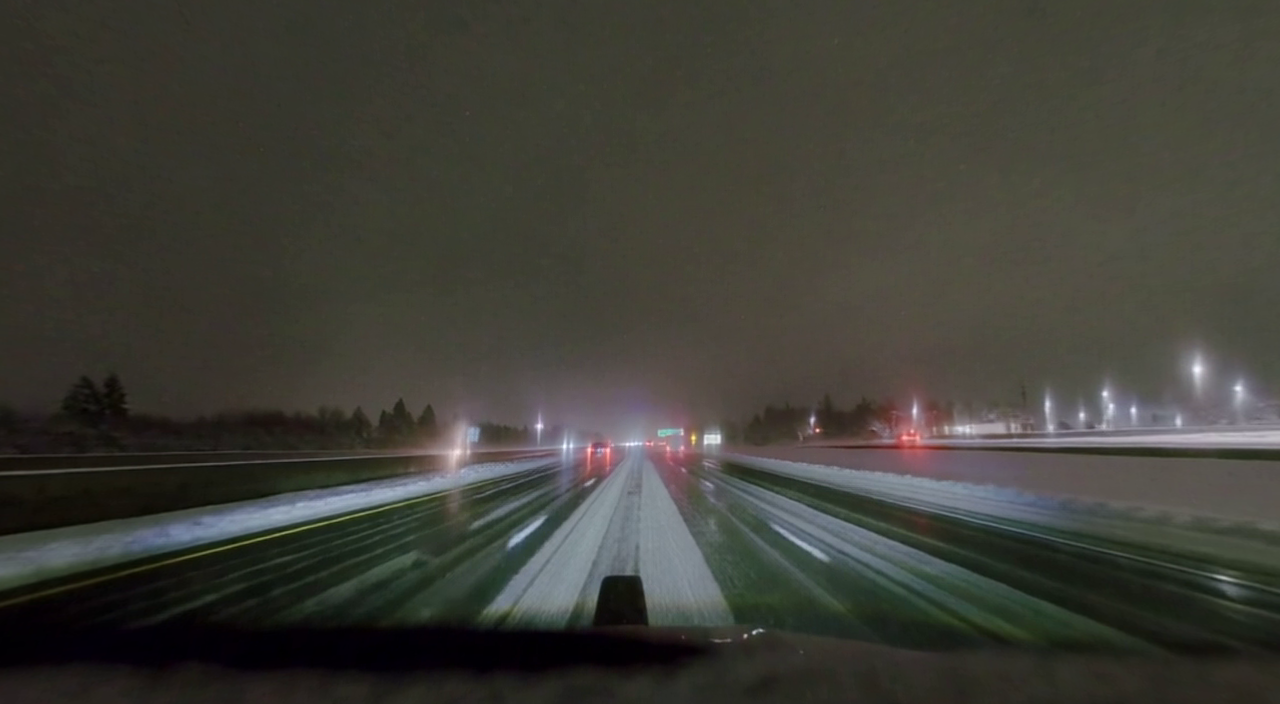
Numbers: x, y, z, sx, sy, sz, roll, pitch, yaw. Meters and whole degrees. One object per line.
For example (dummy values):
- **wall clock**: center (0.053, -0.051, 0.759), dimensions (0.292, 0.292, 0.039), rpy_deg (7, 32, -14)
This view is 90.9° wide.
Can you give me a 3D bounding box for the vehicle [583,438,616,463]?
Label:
- **vehicle**: center (-3.056, 7.553, 48.500), dimensions (2.319, 1.738, 4.355), rpy_deg (0, -8, 0)
